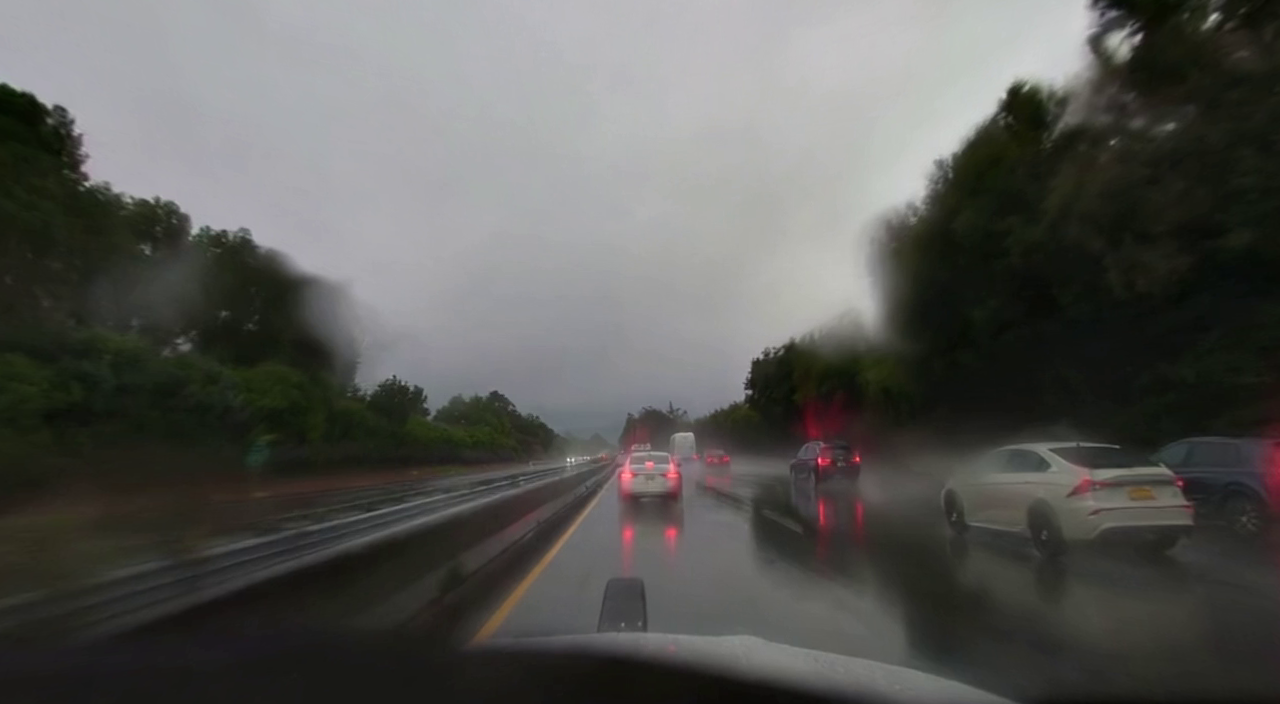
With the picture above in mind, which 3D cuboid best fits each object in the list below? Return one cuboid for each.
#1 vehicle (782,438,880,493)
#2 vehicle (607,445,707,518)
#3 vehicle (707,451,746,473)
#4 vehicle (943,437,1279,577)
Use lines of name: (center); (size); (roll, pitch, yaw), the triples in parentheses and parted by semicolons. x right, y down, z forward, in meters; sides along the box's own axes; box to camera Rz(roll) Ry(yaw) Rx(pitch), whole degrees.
vehicle: (6.534, 3.937, 22.067); (1.980, 1.702, 4.235); (0, -9, -2)
vehicle: (0.324, 3.003, 15.064); (2.076, 1.485, 3.774); (0, -9, -1)
vehicle: (6.112, 7.779, 44.791); (1.921, 1.451, 3.841); (0, -9, -5)
vehicle: (6.316, 2.003, 8.920); (1.965, 1.484, 4.090); (0, -9, 0)
